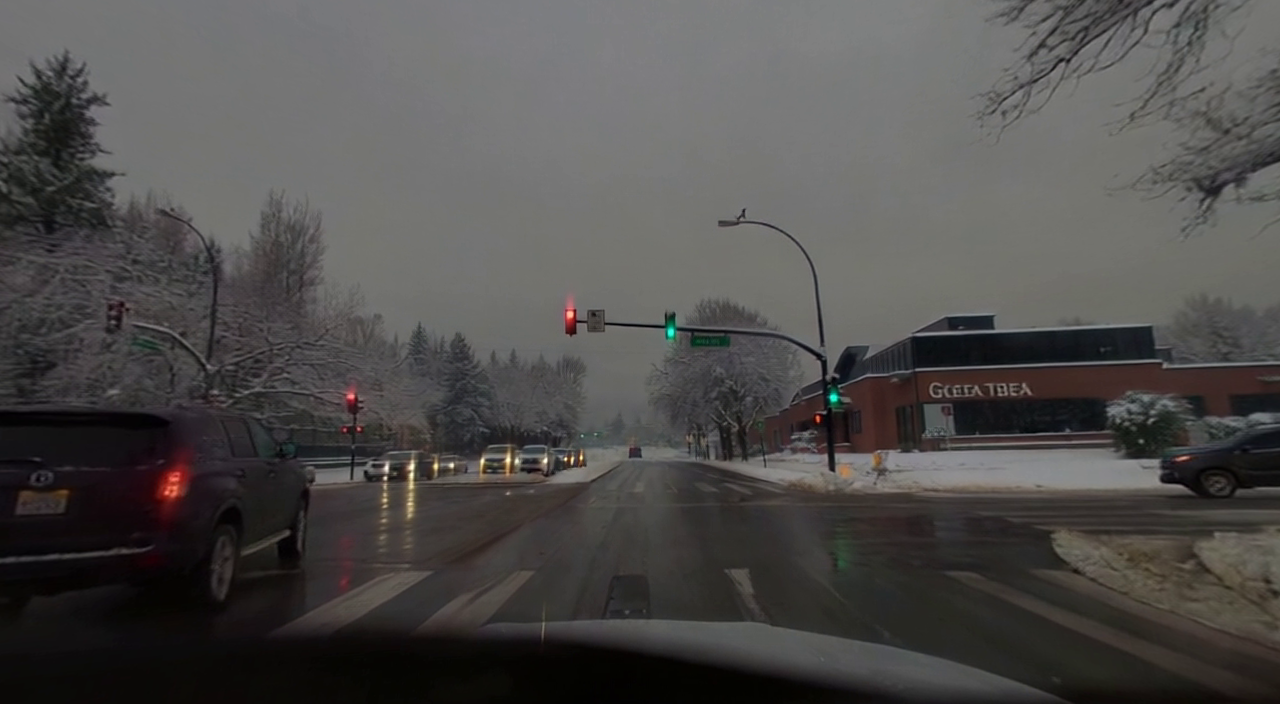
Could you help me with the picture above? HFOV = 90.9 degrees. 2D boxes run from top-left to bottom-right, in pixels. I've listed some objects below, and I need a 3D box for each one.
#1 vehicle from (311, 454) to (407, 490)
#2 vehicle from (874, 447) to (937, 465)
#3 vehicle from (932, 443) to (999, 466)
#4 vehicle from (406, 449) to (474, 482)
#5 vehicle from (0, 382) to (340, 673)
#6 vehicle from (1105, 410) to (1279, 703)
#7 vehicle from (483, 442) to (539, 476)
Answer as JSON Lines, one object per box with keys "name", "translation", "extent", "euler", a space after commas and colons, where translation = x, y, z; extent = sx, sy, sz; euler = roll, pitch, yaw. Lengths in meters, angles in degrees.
{"name": "vehicle", "translation": [-13.392, 5.735, 30.413], "extent": [2.011, 1.480, 4.747], "euler": [-1, -8, 7]}
{"name": "vehicle", "translation": [20.508, 8.054, 48.815], "extent": [4.120, 1.340, 1.654], "euler": [-1, -8, 4]}
{"name": "vehicle", "translation": [21.464, 6.760, 41.608], "extent": [3.576, 1.425, 1.702], "euler": [2, -8, -11]}
{"name": "vehicle", "translation": [-10.636, 6.049, 33.898], "extent": [2.041, 1.548, 4.868], "euler": [0, -8, 0]}
{"name": "vehicle", "translation": [-4.613, 1.411, 6.199], "extent": [2.000, 1.789, 4.638], "euler": [2, -9, -13]}
{"name": "vehicle", "translation": [3.541, 0.796, 1.225], "extent": [1.966, 1.490, 4.429], "euler": [0, -8, 1]}
{"name": "vehicle", "translation": [-7.167, 5.998, 35.657], "extent": [2.081, 1.818, 4.782], "euler": [0, -8, 1]}
